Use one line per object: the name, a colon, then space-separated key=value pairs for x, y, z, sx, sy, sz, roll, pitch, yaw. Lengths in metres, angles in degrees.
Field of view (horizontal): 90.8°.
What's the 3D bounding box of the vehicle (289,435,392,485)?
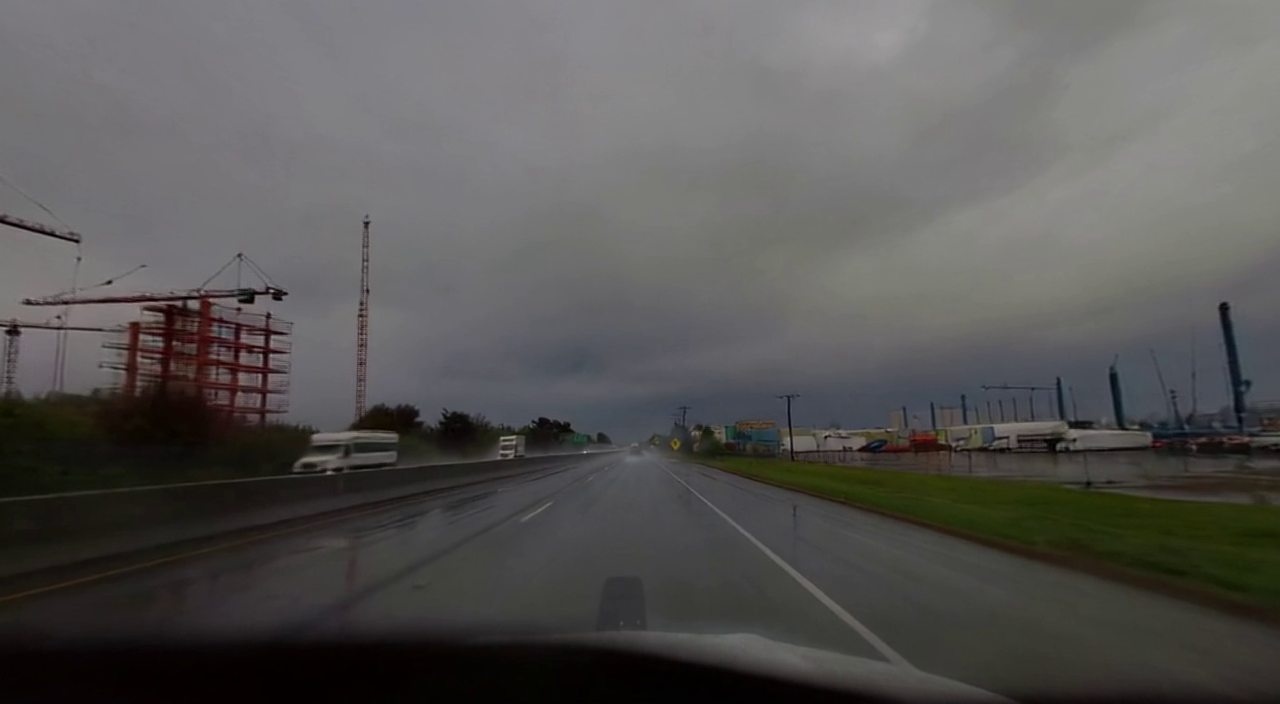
vehicle: x=-16.491 y=5.959 z=35.289 sx=2.538 sy=2.507 sz=6.224 roll=0 pitch=-9 yaw=2
